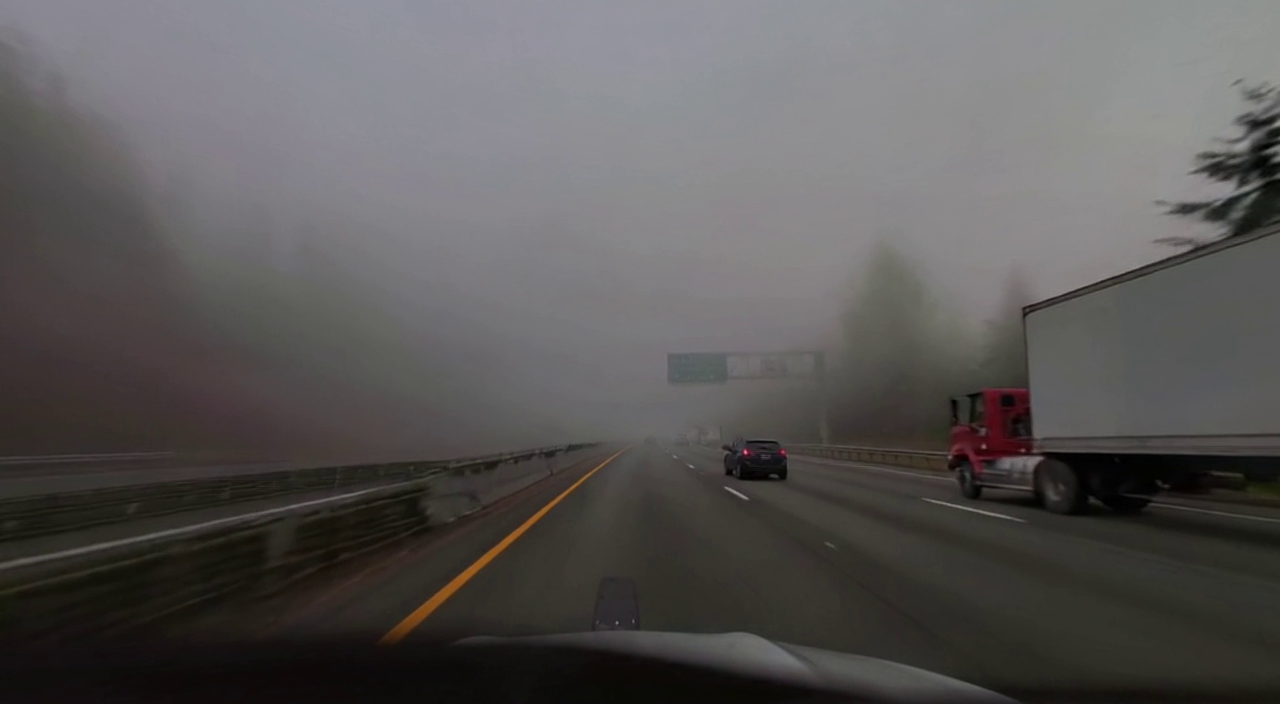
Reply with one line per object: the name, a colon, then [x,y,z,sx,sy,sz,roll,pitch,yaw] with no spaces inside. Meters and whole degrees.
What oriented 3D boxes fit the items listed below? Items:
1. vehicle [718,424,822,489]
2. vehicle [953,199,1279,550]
vehicle: [3.694,3.041,18.801,2.011,1.672,4.415,0,-8,-2]
vehicle: [9.259,0.295,7.678,3.440,4.093,13.944,0,-8,-1]
